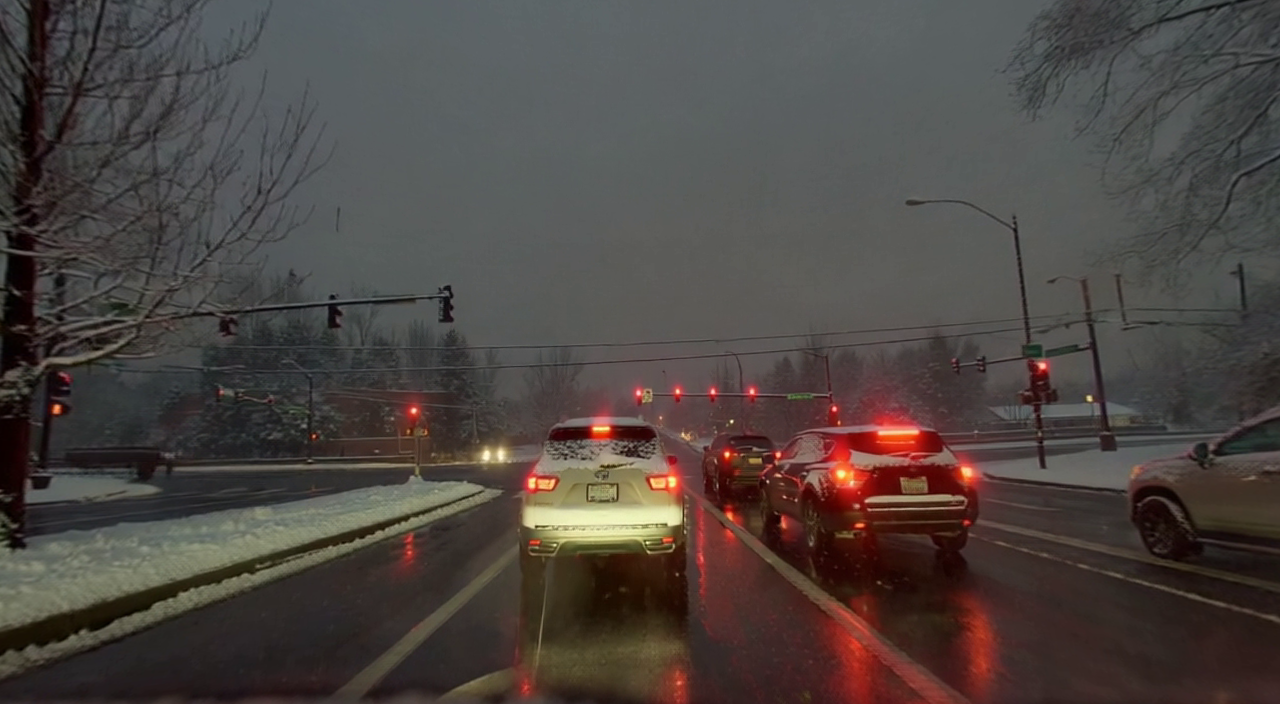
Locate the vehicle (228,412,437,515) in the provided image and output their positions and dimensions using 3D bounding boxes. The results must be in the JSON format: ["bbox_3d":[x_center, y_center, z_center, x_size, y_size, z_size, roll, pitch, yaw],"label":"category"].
[{"bbox_3d":[-6.714,2.503,14.585,2.214,1.953,5.017,0,-8,1],"label":"vehicle"}]

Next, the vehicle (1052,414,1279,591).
[{"bbox_3d":[6.570,1.444,6.325,1.941,1.532,4.152,0,-8,-1],"label":"vehicle"}]

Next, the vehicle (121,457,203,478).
[{"bbox_3d":[-37.306,9.011,49.067,4.914,1.487,1.850,0,-8,1],"label":"vehicle"}]

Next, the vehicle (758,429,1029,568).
[{"bbox_3d":[3.154,1.908,9.043,1.971,1.473,4.495,0,-8,-1],"label":"vehicle"}]

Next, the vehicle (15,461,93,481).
[{"bbox_3d":[-45.688,9.264,49.000,4.232,1.498,1.791,0,-8,1],"label":"vehicle"}]

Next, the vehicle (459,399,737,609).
[{"bbox_3d":[-0.309,1.534,7.210,2.256,1.694,4.055,0,-8,1],"label":"vehicle"}]
